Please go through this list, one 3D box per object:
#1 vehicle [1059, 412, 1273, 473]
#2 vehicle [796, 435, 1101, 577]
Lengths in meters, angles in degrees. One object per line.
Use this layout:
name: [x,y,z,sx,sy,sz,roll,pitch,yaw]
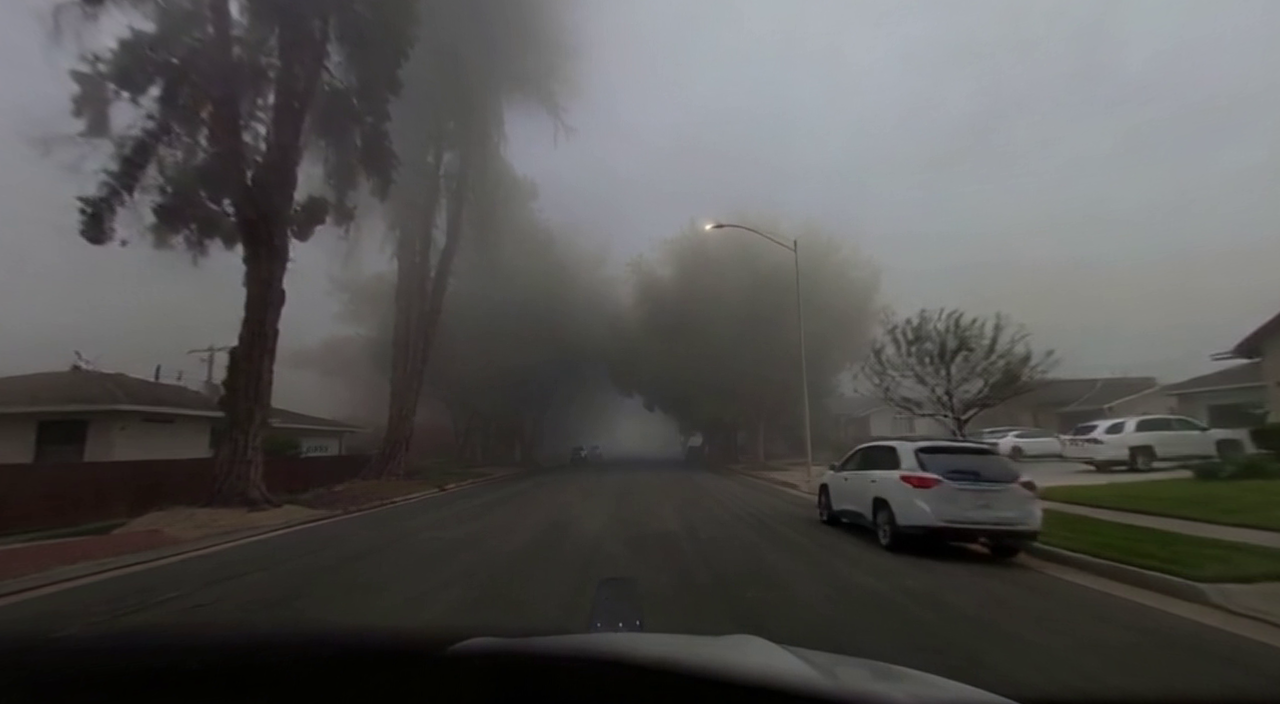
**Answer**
vehicle: [15.380,2.667,18.695,4.505,1.667,2.018,0,-8,-1]
vehicle: [3.815,1.948,8.904,2.013,1.473,4.329,0,-8,-1]
